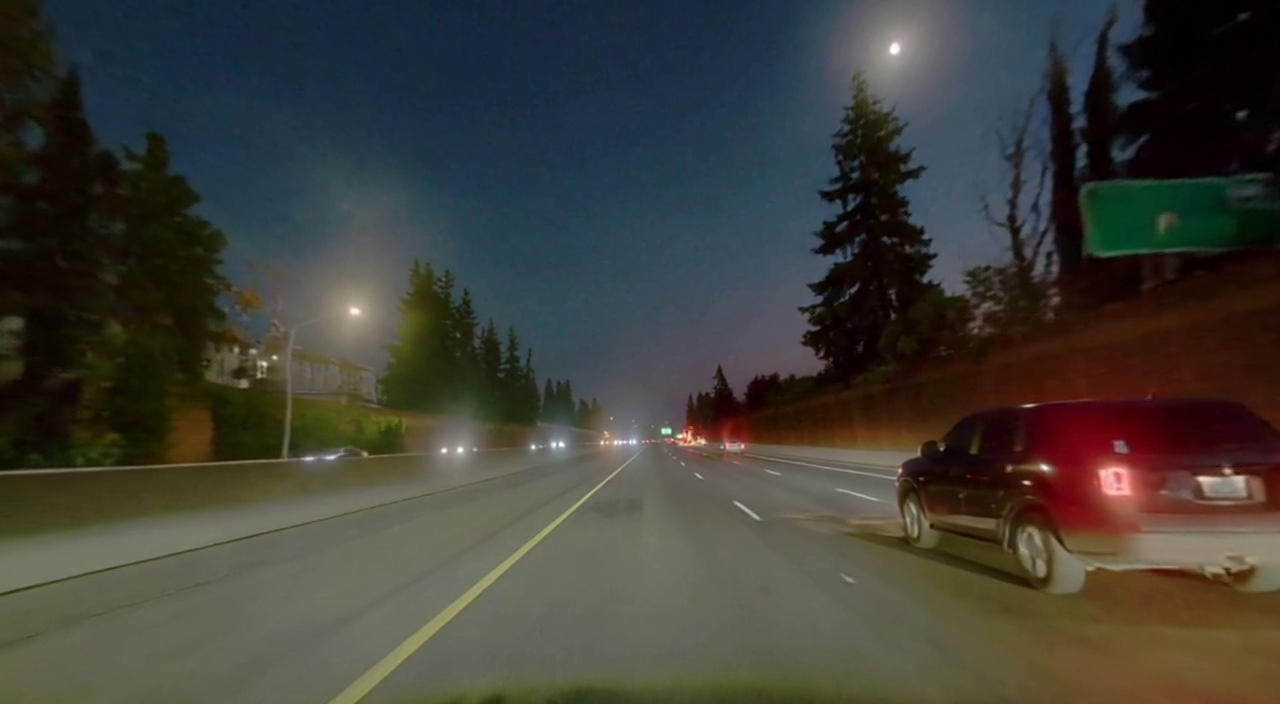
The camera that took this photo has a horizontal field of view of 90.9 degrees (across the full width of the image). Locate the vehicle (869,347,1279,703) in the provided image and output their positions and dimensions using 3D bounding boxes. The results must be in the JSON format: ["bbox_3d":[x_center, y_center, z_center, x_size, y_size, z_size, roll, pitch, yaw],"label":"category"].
[{"bbox_3d":[3.936,1.194,5.383,2.190,1.783,4.637,0,-8,0],"label":"vehicle"}]

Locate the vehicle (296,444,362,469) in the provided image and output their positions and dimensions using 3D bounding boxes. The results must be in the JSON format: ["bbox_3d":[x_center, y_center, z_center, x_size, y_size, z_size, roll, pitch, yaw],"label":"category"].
[{"bbox_3d":[-19.379,6.489,39.485,1.863,1.460,4.614,0,-8,-1],"label":"vehicle"}]
